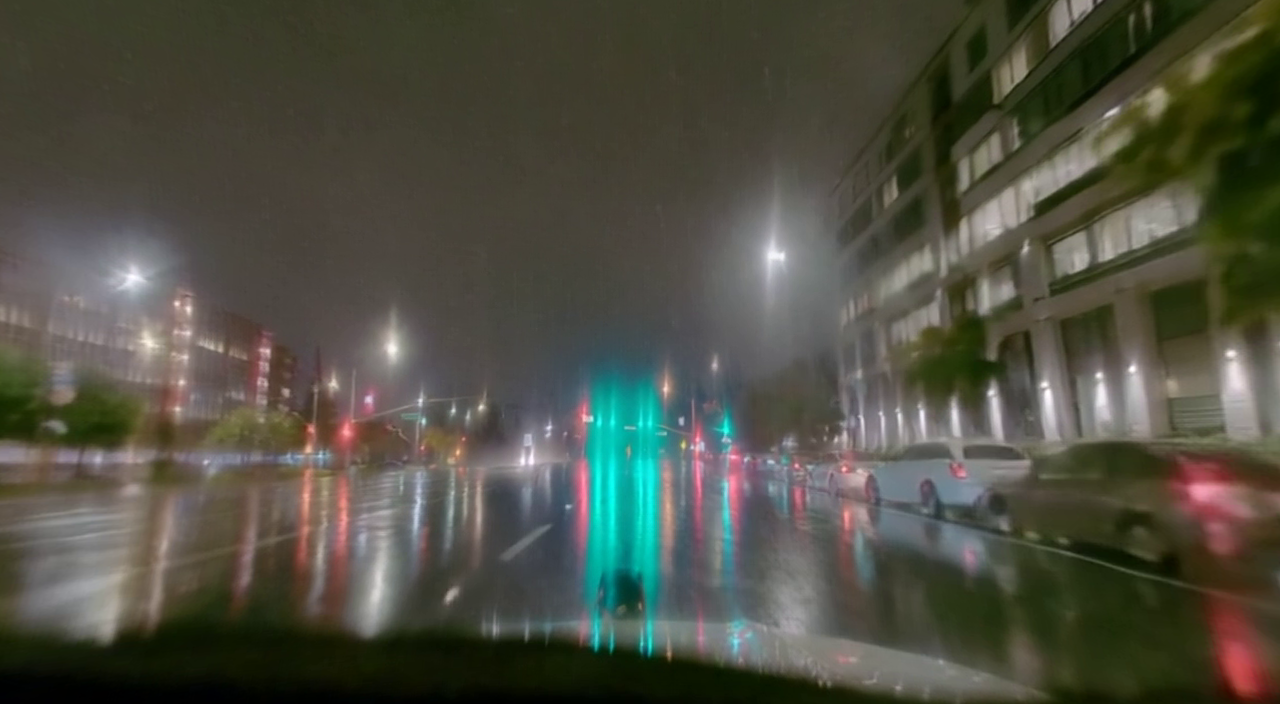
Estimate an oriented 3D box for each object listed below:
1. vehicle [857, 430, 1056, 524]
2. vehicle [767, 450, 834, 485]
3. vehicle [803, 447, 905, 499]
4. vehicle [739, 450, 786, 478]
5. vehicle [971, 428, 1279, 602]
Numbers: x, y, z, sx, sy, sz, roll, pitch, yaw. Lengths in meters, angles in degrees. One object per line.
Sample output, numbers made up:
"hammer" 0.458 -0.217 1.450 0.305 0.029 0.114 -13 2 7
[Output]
"vehicle" 6.722 2.706 14.078 1.977 1.732 4.555 1 -9 -1
"vehicle" 7.175 5.191 28.493 1.864 1.466 4.352 0 -9 0
"vehicle" 7.041 4.005 21.268 1.884 1.523 4.746 0 -9 1
"vehicle" 7.017 6.425 36.292 1.863 1.512 4.525 0 -9 1
"vehicle" 6.845 1.949 8.539 1.951 1.627 5.113 0 -9 1
